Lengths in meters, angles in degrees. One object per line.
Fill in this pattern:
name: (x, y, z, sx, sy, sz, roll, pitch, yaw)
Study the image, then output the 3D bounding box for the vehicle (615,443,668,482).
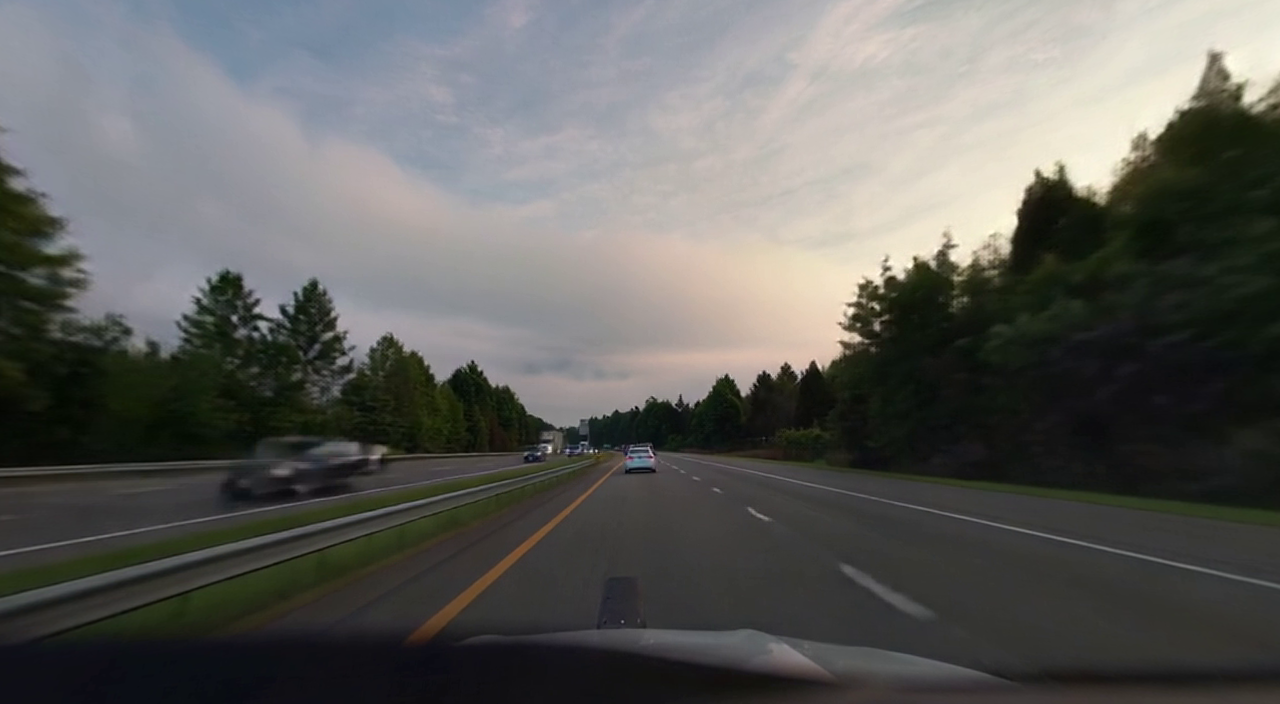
vehicle: (0.033, 4.713, 27.202, 2.114, 1.523, 4.012, 0, -9, 0)

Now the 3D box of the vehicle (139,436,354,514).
vehicle: (-8.497, 2.680, 14.252, 1.858, 1.456, 4.591, 0, -9, 1)
